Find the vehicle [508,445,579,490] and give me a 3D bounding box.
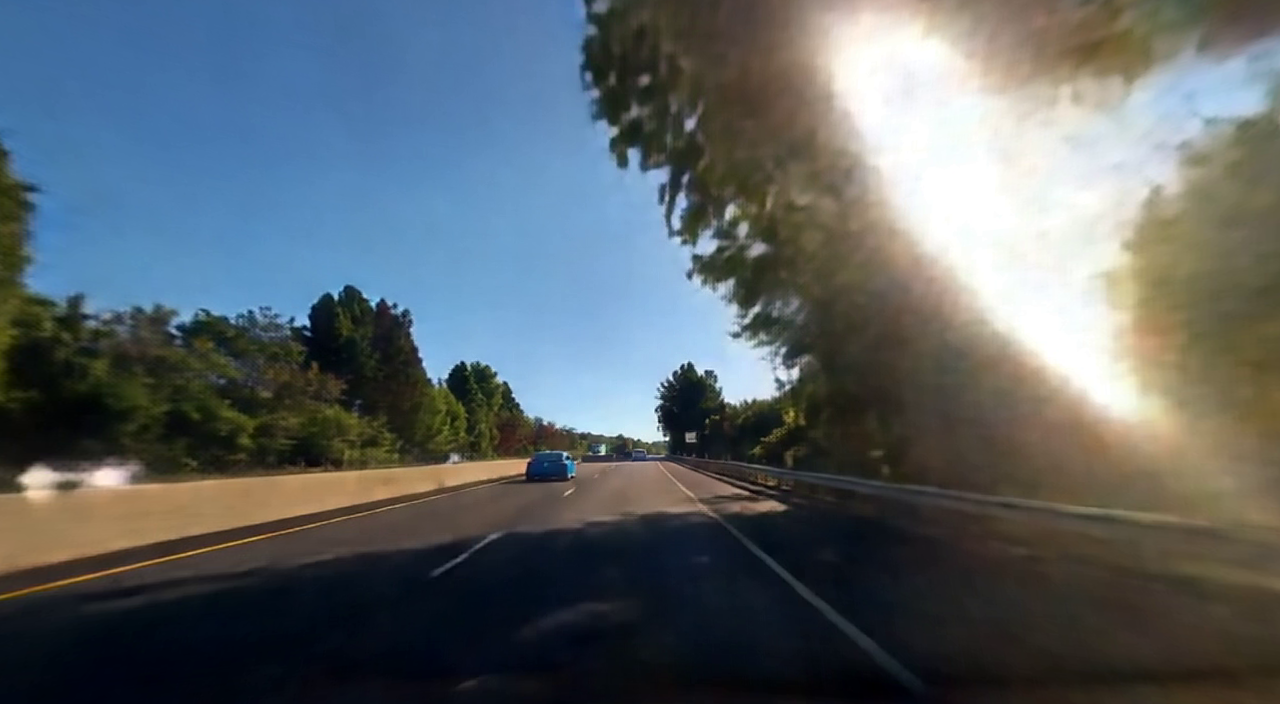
[{"bbox_3d":[-3.655,4.446,24.657,2.088,1.586,4.000,0,-9,1],"label":"vehicle"}]
